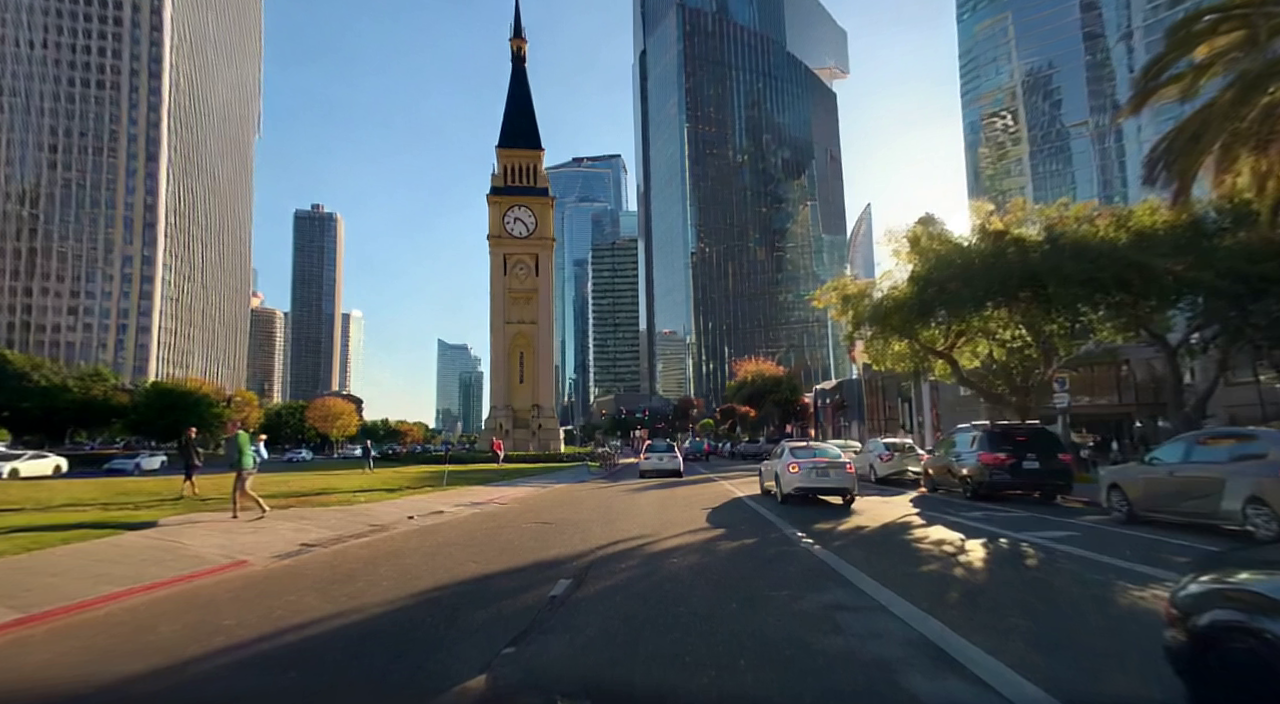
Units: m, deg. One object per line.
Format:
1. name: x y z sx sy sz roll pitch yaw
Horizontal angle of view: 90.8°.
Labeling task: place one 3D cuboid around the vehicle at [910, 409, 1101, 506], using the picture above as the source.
1. vehicle: 9.289 2.748 16.772 2.093 2.154 5.193 0 -9 2

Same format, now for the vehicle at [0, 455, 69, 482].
1. vehicle: -37.987 7.176 39.127 1.817 1.554 4.032 1 -9 -9

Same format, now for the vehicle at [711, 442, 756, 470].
1. vehicle: 5.605 6.296 38.535 1.981 1.572 4.718 0 -9 -1

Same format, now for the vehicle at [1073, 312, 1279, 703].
1. vehicle: 3.676 0.537 0.852 2.453 1.851 5.323 0 -9 1

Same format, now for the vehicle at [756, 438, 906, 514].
1. vehicle: 4.281 2.849 15.086 2.116 1.500 4.702 0 -9 0

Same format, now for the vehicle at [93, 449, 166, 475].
1. vehicle: -39.608 8.520 49.192 2.034 1.862 5.122 1 -9 -9

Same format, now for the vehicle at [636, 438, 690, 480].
1. vehicle: 0.952 4.484 26.639 2.111 1.605 3.832 0 -9 2
